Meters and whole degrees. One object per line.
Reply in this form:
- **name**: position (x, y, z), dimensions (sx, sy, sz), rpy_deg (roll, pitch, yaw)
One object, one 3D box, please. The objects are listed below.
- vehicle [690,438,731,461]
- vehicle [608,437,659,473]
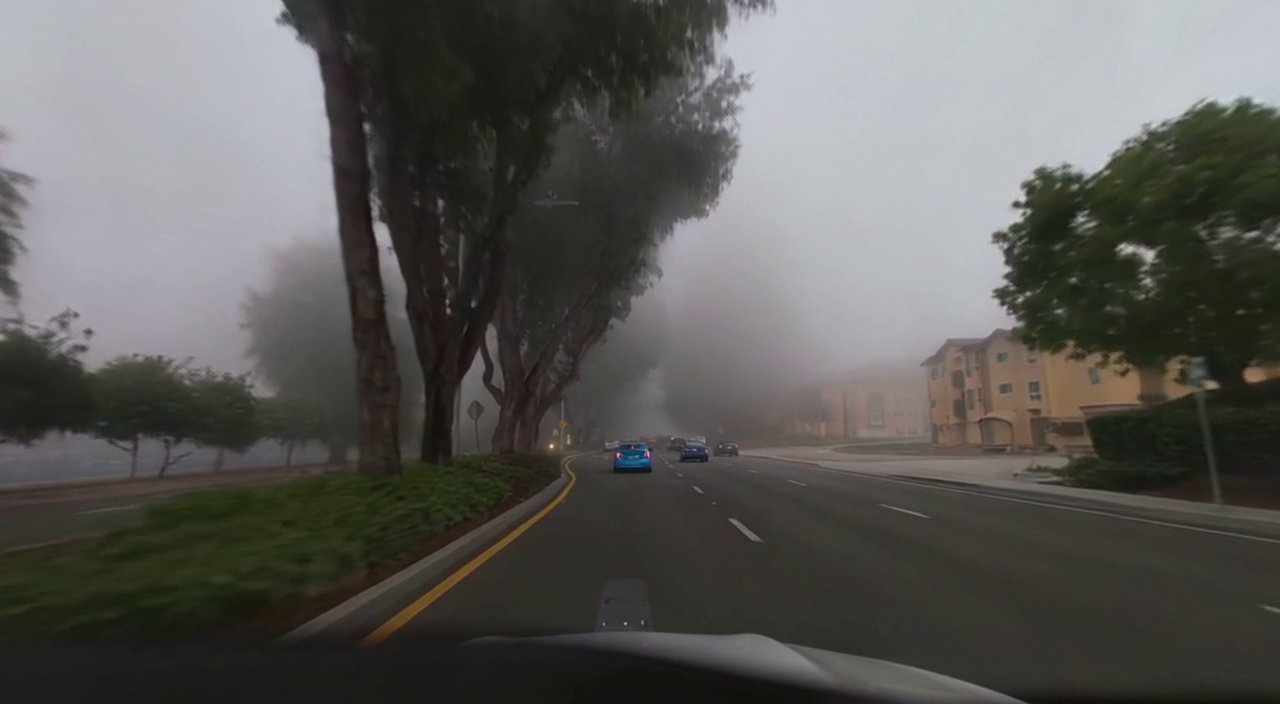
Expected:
- **vehicle**: position (4.779, 6.689, 43.395), dimensions (2.067, 1.514, 4.188), rpy_deg (0, -8, -4)
- **vehicle**: position (-0.266, 4.532, 27.973), dimensions (2.102, 1.481, 3.907), rpy_deg (0, -8, 0)
